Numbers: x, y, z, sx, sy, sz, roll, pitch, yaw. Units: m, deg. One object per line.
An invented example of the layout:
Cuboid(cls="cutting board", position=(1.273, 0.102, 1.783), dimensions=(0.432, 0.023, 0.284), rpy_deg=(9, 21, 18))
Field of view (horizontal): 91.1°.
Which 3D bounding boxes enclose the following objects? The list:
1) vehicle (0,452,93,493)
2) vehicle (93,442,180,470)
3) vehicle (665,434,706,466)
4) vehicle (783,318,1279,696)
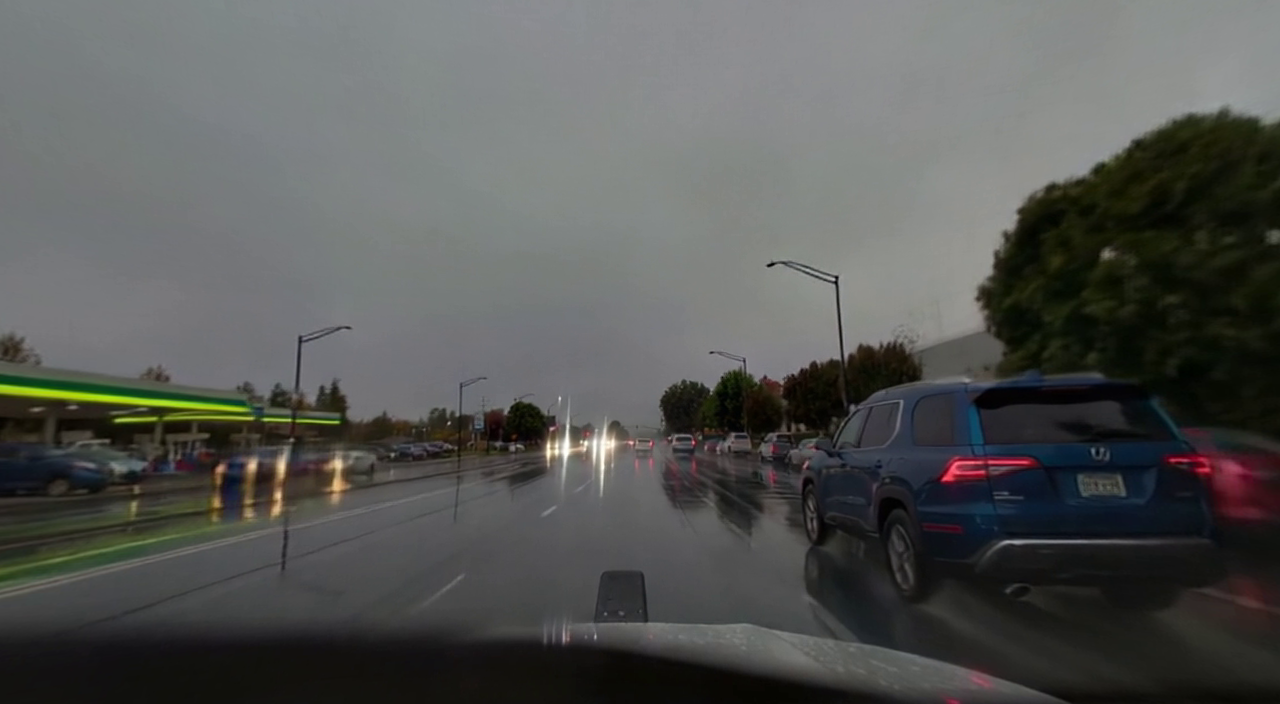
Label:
Cuboid(cls="vehicle", position=(-24.484, 4.702, 24.684), dimensions=(1.822, 1.466, 4.445), rpy_deg=(0, -8, 1))
Cuboid(cls="vehicle", position=(-32.753, 6.770, 41.003), dimensions=(1.925, 1.680, 4.396), rpy_deg=(0, -9, 1))
Cuboid(cls="vehicle", position=(2.794, 6.229, 40.085), dimensions=(2.317, 1.857, 5.150), rpy_deg=(0, -8, 1))
Cuboid(cls="vehicle", position=(2.985, 1.131, 5.706), dimensions=(2.246, 1.963, 4.777), rpy_deg=(0, -8, 0))
